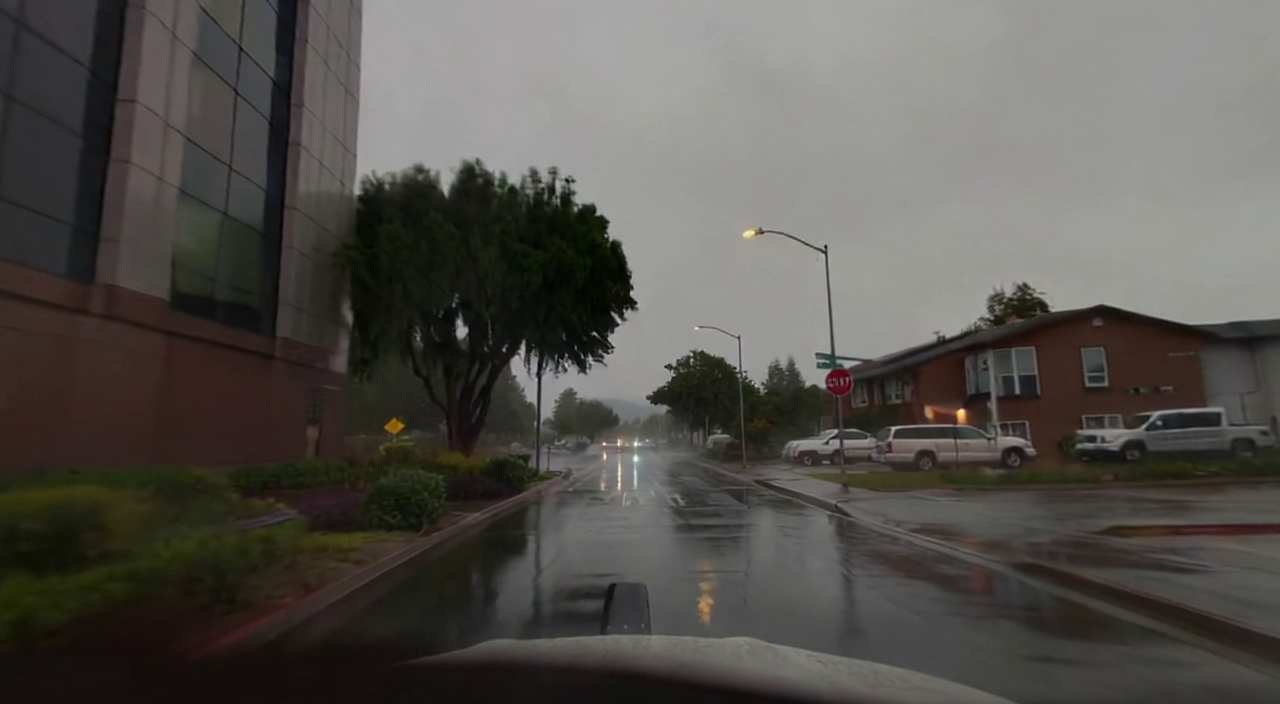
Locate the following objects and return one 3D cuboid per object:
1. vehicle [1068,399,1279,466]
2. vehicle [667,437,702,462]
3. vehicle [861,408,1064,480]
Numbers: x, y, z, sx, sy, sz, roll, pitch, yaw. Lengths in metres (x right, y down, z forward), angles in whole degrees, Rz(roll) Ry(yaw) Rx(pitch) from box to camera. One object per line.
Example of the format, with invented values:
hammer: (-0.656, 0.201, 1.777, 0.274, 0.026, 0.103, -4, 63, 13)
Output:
vehicle: (15.895, 2.421, 18.764, 4.730, 1.862, 1.987, 0, -8, 1)
vehicle: (2.835, 6.302, 40.943, 1.990, 1.508, 4.123, 0, -9, 1)
vehicle: (9.529, 2.776, 18.989, 4.823, 1.667, 2.165, -4, -9, 0)
